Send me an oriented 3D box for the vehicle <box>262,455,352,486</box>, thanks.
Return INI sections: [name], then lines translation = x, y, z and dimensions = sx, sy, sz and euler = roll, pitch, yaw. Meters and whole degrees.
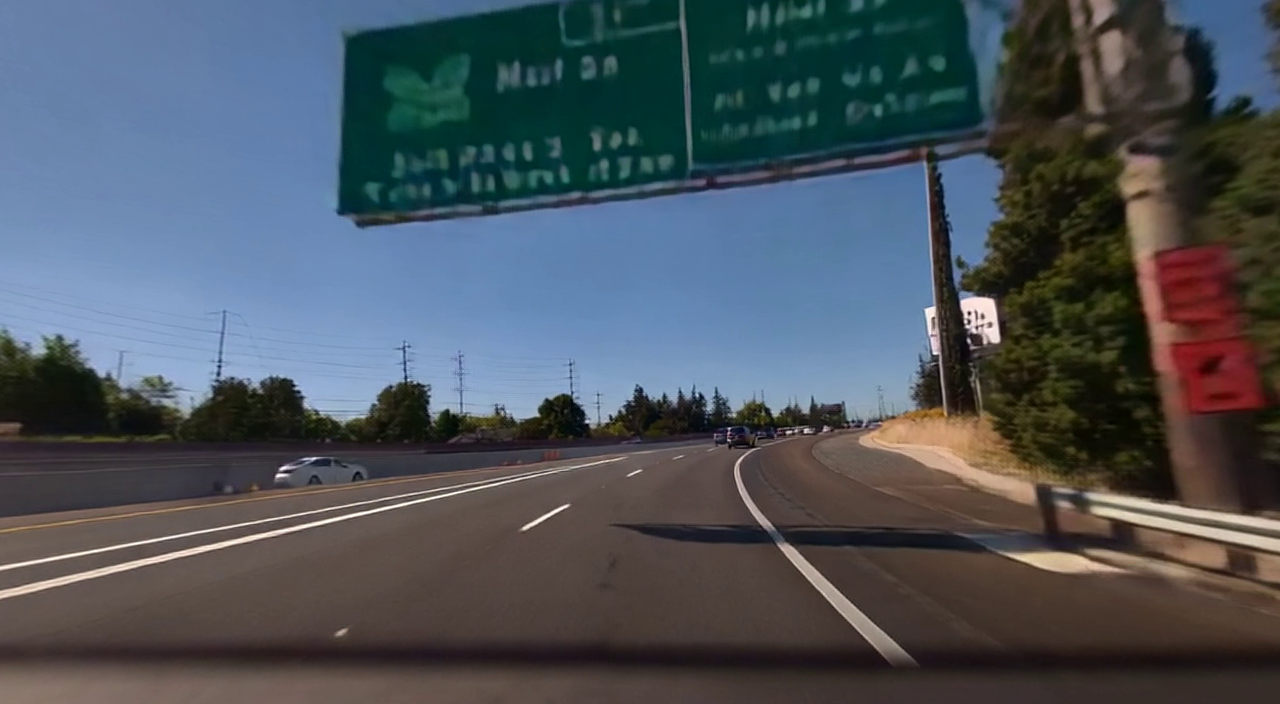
[vehicle]
translation = -20.709, 7.321, 39.226
dimensions = 2.145, 1.717, 4.448
euler = -5, -10, 29
